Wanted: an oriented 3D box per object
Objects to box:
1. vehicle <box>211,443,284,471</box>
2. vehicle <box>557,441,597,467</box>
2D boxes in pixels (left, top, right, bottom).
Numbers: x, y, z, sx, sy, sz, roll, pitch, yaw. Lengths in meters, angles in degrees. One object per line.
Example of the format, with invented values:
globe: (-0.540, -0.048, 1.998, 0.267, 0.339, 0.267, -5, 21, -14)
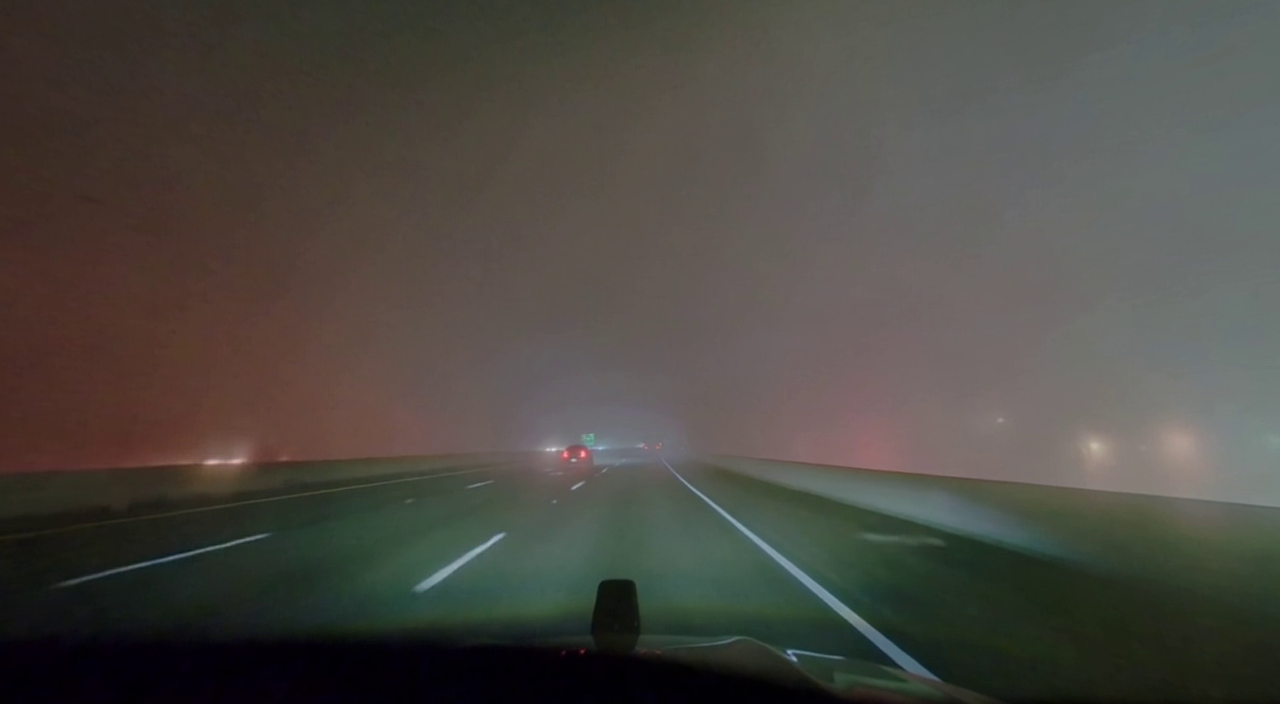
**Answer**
vehicle: (-23.543, 6.291, 37.885, 1.819, 1.546, 3.816, -1, -9, 1)
vehicle: (-3.906, 6.455, 39.876, 1.961, 1.540, 4.487, -1, -9, 2)
